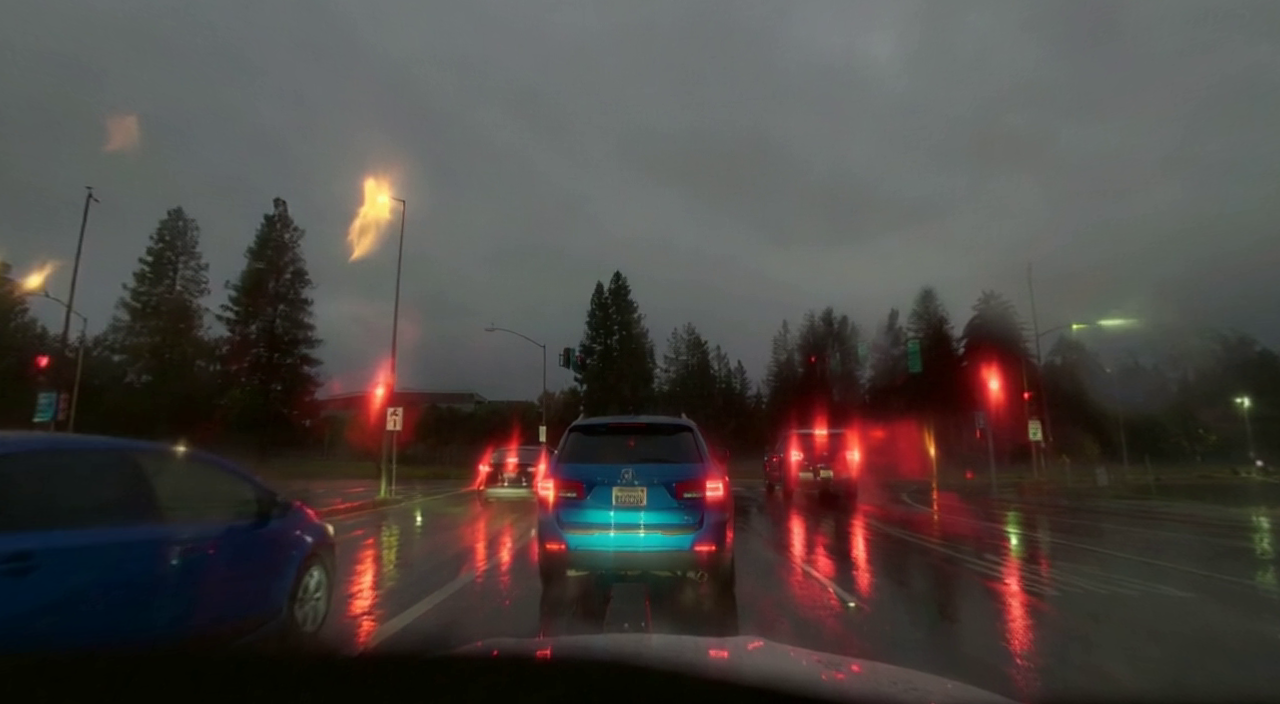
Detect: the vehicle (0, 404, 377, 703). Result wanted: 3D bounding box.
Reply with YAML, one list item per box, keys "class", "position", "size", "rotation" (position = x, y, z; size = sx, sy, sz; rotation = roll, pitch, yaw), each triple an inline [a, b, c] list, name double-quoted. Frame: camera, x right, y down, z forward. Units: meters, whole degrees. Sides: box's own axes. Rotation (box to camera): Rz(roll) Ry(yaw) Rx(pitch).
- class: "vehicle"
  position: [-3.352, 1.071, 3.326]
  size: [1.913, 1.453, 4.413]
  rotation: [0, -8, 2]

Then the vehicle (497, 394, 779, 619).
- class: "vehicle"
  position: [-0.037, 1.529, 7.183]
  size: [2.203, 1.757, 4.286]
  rotation: [0, -8, -1]

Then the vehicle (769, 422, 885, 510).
- class: "vehicle"
  position: [4.813, 2.992, 16.936]
  size: [2.084, 2.053, 4.073]
  rotation: [-1, -8, 4]
